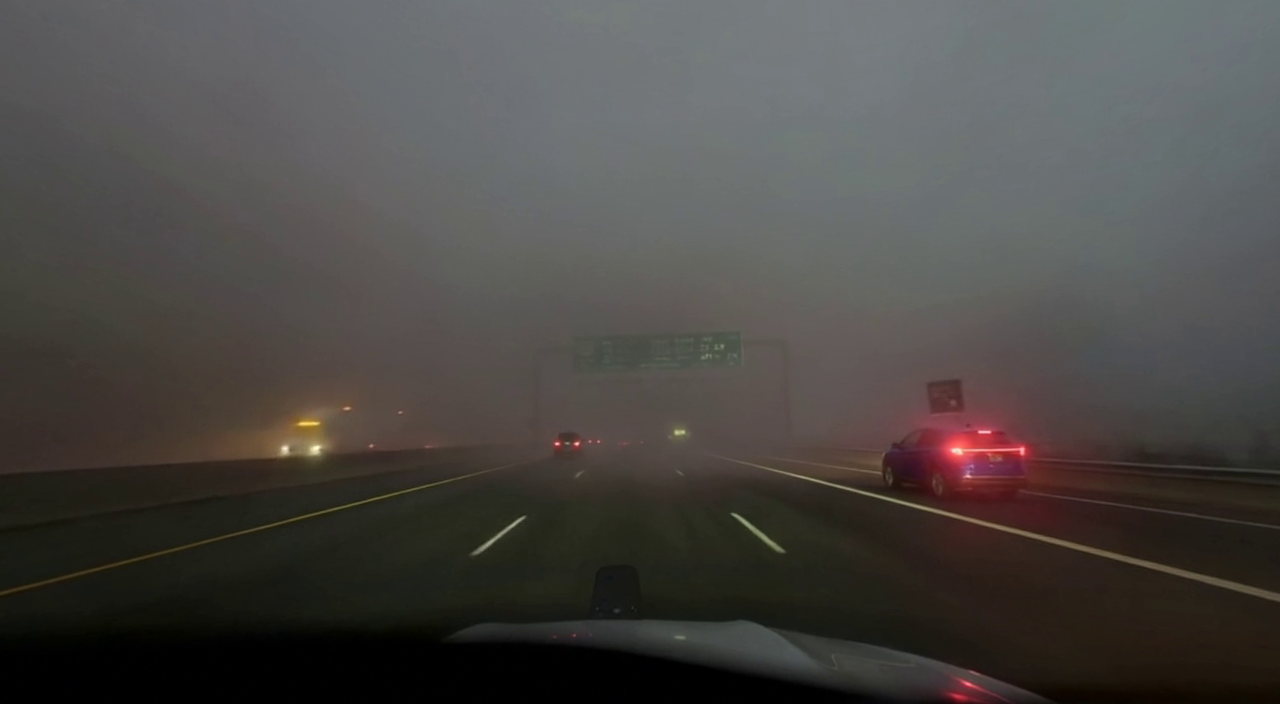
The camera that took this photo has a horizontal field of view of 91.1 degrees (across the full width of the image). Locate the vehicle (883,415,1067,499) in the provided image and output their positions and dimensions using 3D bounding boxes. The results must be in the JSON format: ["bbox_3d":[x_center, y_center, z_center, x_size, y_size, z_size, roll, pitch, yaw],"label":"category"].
[{"bbox_3d":[7.376,2.334,14.380,1.956,1.634,3.935,0,-8,-1],"label":"vehicle"}]

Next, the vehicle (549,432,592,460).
[{"bbox_3d":[-3.902,5.350,35.878,2.032,1.465,4.316,0,-8,-1],"label":"vehicle"}]

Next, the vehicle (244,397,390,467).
[{"bbox_3d":[-21.556,5.608,43.599,2.899,4.010,14.107,-1,-8,-1],"label":"vehicle"}]
